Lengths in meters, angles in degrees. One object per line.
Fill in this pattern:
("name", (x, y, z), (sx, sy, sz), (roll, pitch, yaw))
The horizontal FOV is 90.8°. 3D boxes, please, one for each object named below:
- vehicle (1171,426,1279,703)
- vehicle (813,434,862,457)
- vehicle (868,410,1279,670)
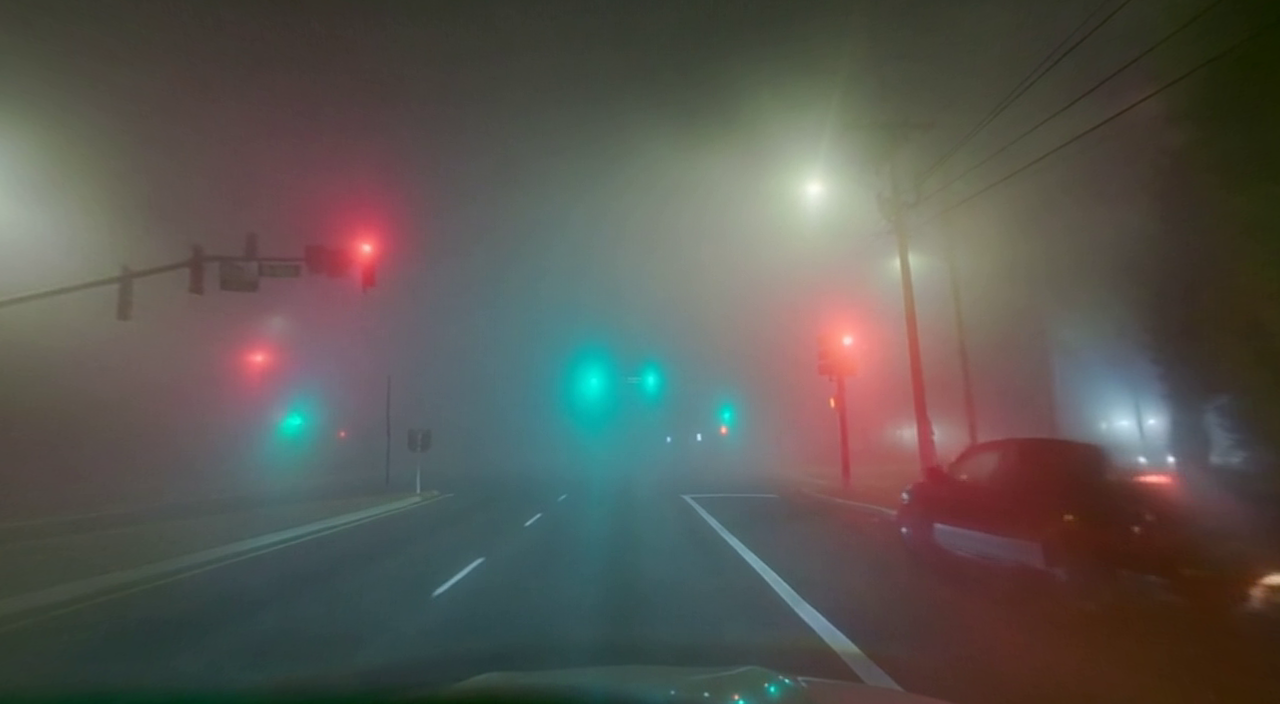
("vehicle", (3.967, 0.803, 1.238), (1.833, 1.444, 4.589), (0, -9, 0))
("vehicle", (15.009, 7.172, 48.366), (1.959, 1.471, 4.570), (-4, -9, -4))
("vehicle", (4.004, 1.436, 5.956), (1.961, 1.497, 4.415), (0, -9, -1))
